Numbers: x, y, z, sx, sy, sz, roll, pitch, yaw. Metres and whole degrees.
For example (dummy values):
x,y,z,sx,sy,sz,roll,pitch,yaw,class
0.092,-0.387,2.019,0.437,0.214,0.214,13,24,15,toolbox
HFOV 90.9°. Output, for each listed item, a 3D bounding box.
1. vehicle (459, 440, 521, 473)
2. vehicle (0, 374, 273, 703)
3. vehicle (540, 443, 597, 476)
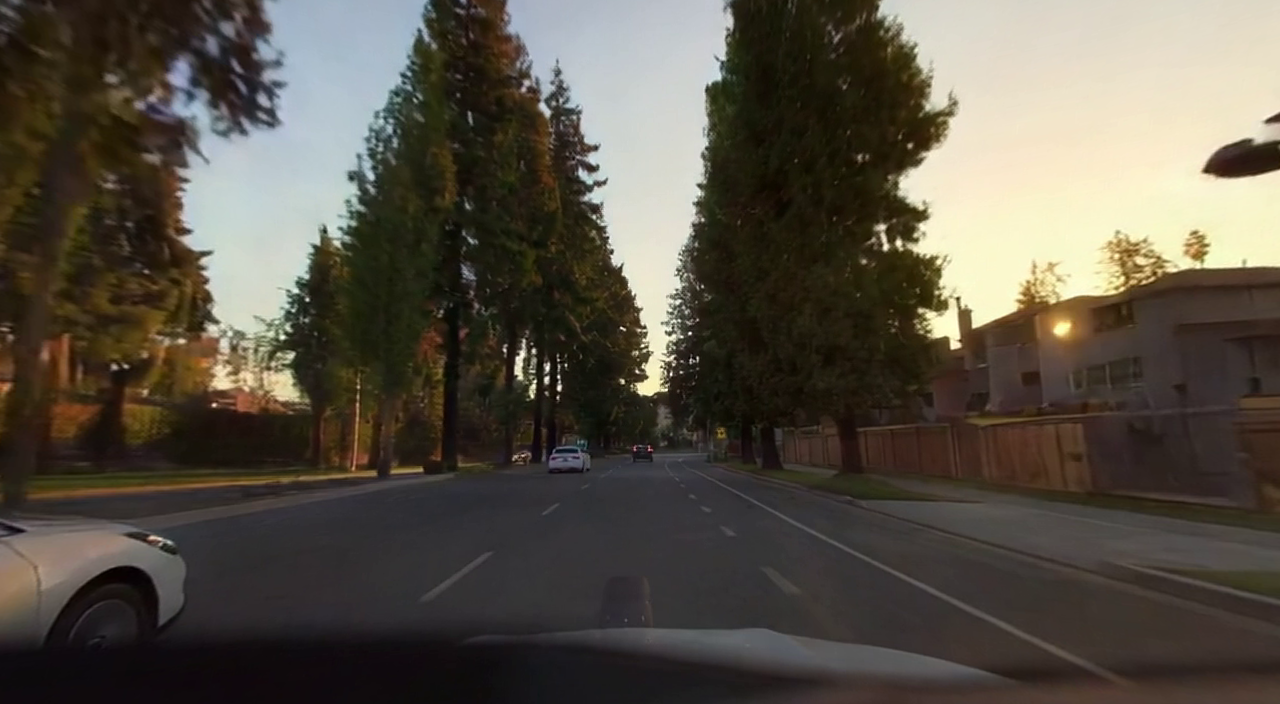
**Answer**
x,y,z,sx,sy,sz,roll,pitch,yaw,class
-7.716,5.407,32.837,2.110,1.529,4.743,0,-8,-1,vehicle
-3.819,0.784,2.038,2.190,1.545,4.943,0,-8,1,vehicle
-3.406,5.245,31.109,2.188,1.473,4.651,0,-8,1,vehicle
